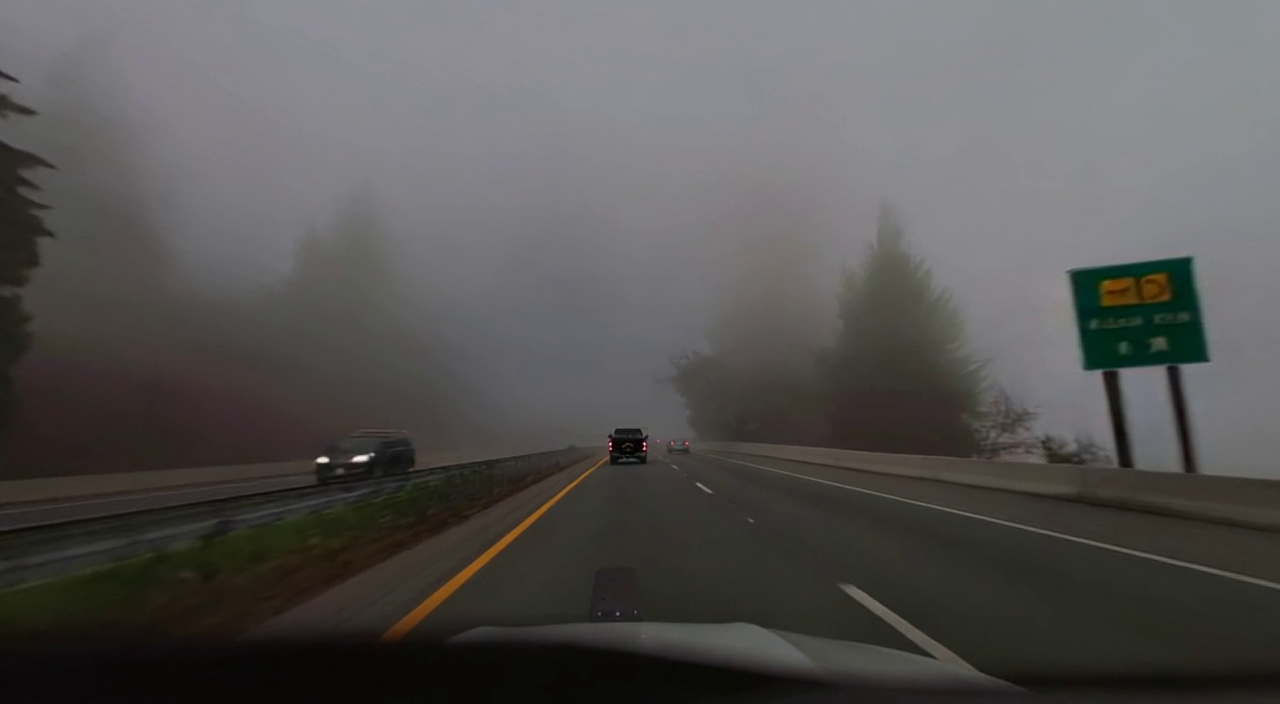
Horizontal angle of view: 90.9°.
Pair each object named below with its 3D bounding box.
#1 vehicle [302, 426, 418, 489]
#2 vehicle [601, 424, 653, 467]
[{"bbox_3d":[-9.314,3.509,21.431,1.957,1.894,4.375,0,-8,-1],"label":"vehicle"},{"bbox_3d":[-0.700,4.854,32.973,2.503,2.044,4.633,0,-8,-2],"label":"vehicle"}]
